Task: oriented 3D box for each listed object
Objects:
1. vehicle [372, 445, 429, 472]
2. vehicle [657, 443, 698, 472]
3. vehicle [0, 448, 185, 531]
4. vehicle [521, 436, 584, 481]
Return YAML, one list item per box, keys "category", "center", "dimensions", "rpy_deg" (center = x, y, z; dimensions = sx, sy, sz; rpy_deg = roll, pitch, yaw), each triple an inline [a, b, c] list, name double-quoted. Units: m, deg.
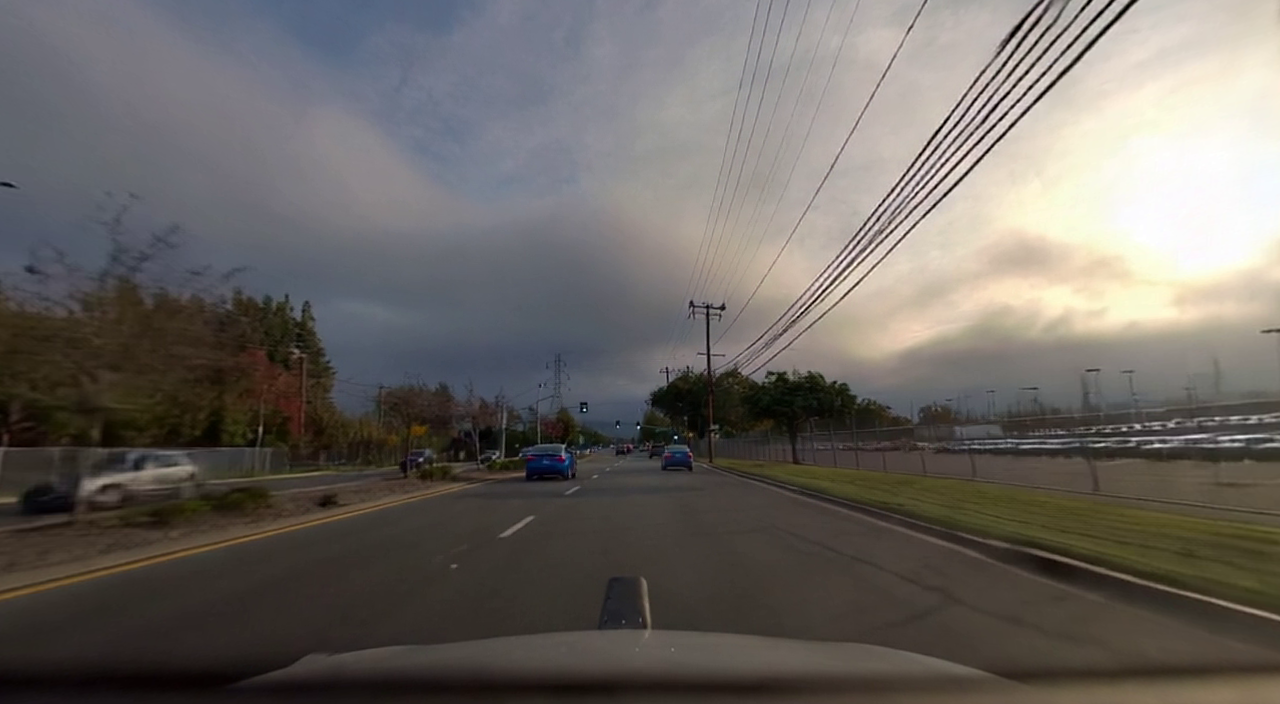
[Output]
- category: "vehicle"
  center: [-16.514, 7.344, 43.547]
  dimensions: [2.073, 1.715, 4.524]
  rpy_deg: [0, -8, 1]
- category: "vehicle"
  center: [2.011, 5.805, 34.886]
  dimensions: [2.059, 1.486, 3.980]
  rpy_deg: [0, -8, 0]
- category: "vehicle"
  center: [-13.092, 2.965, 14.202]
  dimensions: [2.028, 1.534, 4.589]
  rpy_deg: [-1, -8, 2]
- category: "vehicle"
  center: [-3.569, 4.441, 26.464]
  dimensions: [1.950, 1.692, 4.397]
  rpy_deg: [-1, -8, 1]
